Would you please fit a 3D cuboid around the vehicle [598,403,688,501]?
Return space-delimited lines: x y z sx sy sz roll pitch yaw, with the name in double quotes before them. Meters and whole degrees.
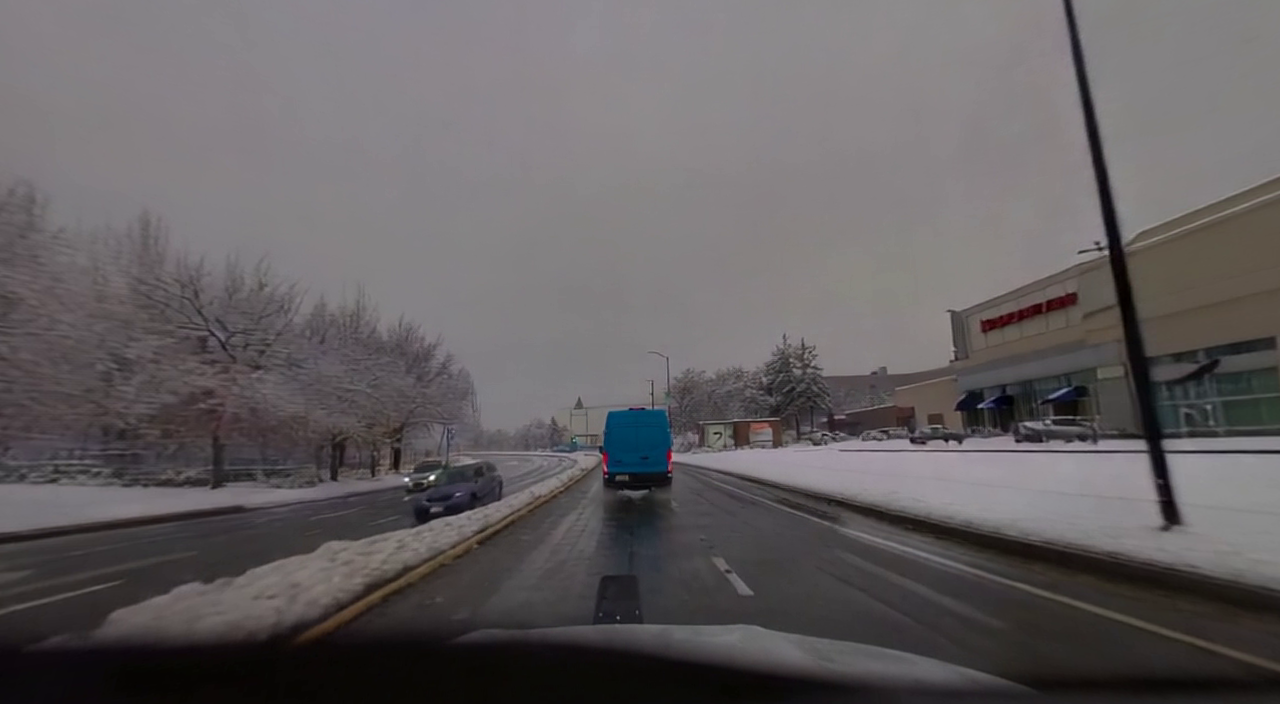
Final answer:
"vehicle" -0.050 3.151 19.937 2.432 2.624 5.670 0 -9 -3
